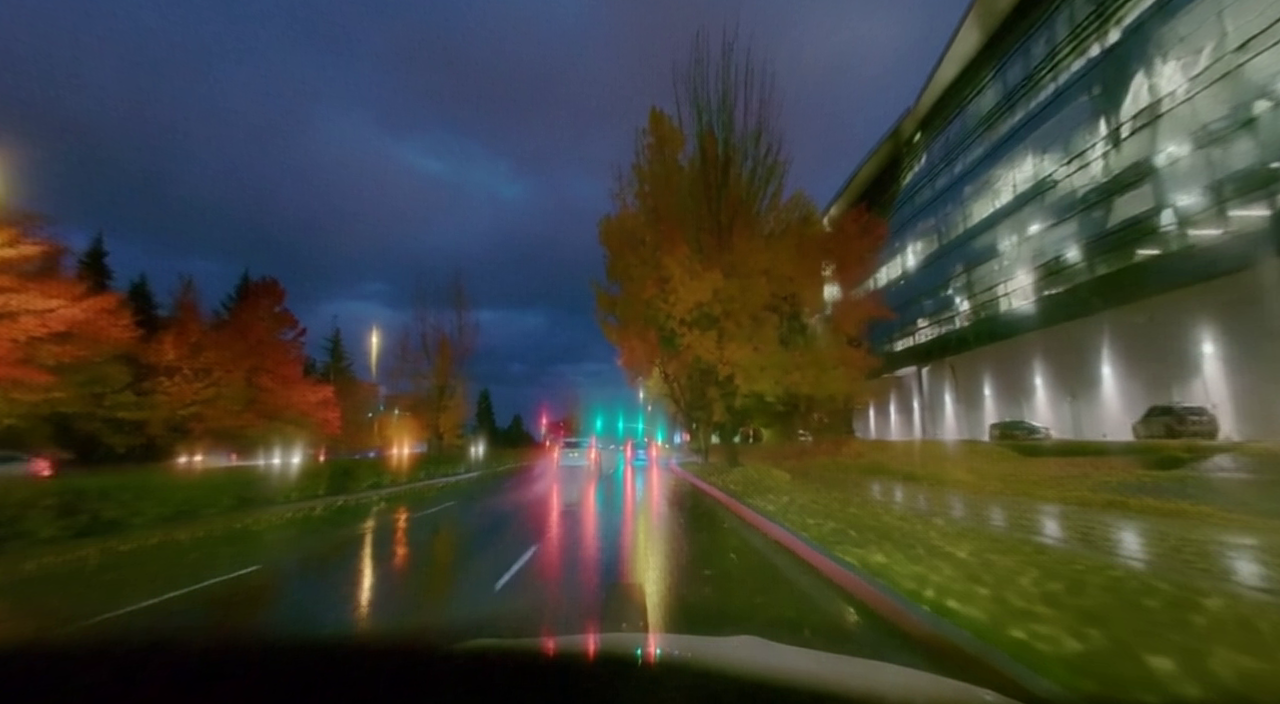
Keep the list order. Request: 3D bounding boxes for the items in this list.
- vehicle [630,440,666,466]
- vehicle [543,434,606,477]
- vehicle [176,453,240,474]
[{"bbox_3d":[0.479,6.084,38.206,2.040,1.493,3.682,0,-8,0],"label":"vehicle"},{"bbox_3d":[-2.775,4.512,27.655,2.197,1.709,4.069,0,-8,2],"label":"vehicle"},{"bbox_3d":[-33.408,8.642,48.866,1.773,1.477,4.319,-1,-9,2],"label":"vehicle"}]
